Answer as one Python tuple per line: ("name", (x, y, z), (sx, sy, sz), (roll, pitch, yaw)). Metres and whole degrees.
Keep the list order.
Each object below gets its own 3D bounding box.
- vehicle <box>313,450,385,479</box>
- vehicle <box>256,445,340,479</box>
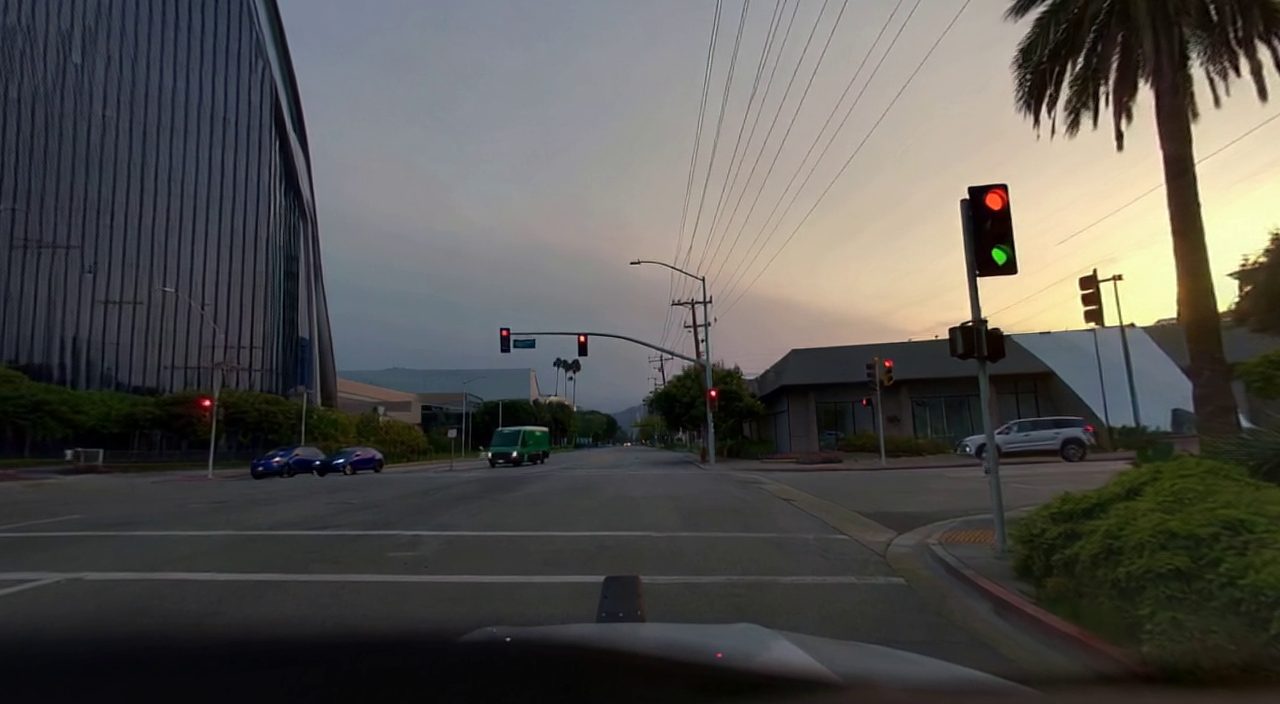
("vehicle", (-15.362, 5.927, 33.482), (1.875, 1.389, 3.784), (0, -9, 3))
("vehicle", (-19.080, 6.117, 35.369), (2.017, 1.739, 4.569), (0, -9, 2))
